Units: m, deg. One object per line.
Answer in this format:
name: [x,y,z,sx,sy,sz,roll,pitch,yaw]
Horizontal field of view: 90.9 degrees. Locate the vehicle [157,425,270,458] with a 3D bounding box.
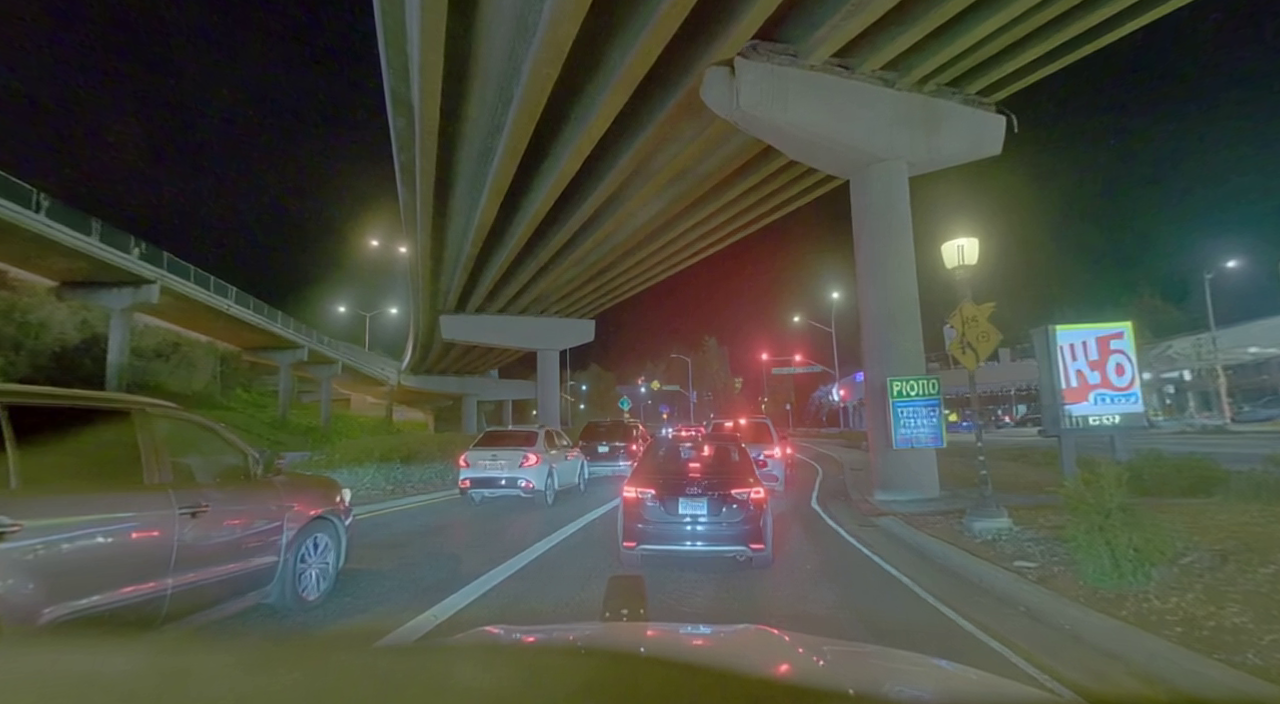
vehicle: [-27.325,5.764,40.608,5.457,2.021,2.213,2,-9,-14]

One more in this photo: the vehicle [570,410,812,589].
vehicle: [0.774,1.648,7.963,2.195,1.571,4.353,-2,-8,9]

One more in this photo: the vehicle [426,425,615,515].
vehicle: [-2.221,2.400,13.391,2.214,1.519,4.704,-2,-9,13]

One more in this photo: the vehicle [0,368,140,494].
vehicle: [-24.255,2.789,19.861,13.064,3.755,3.269,-2,-8,-13]
